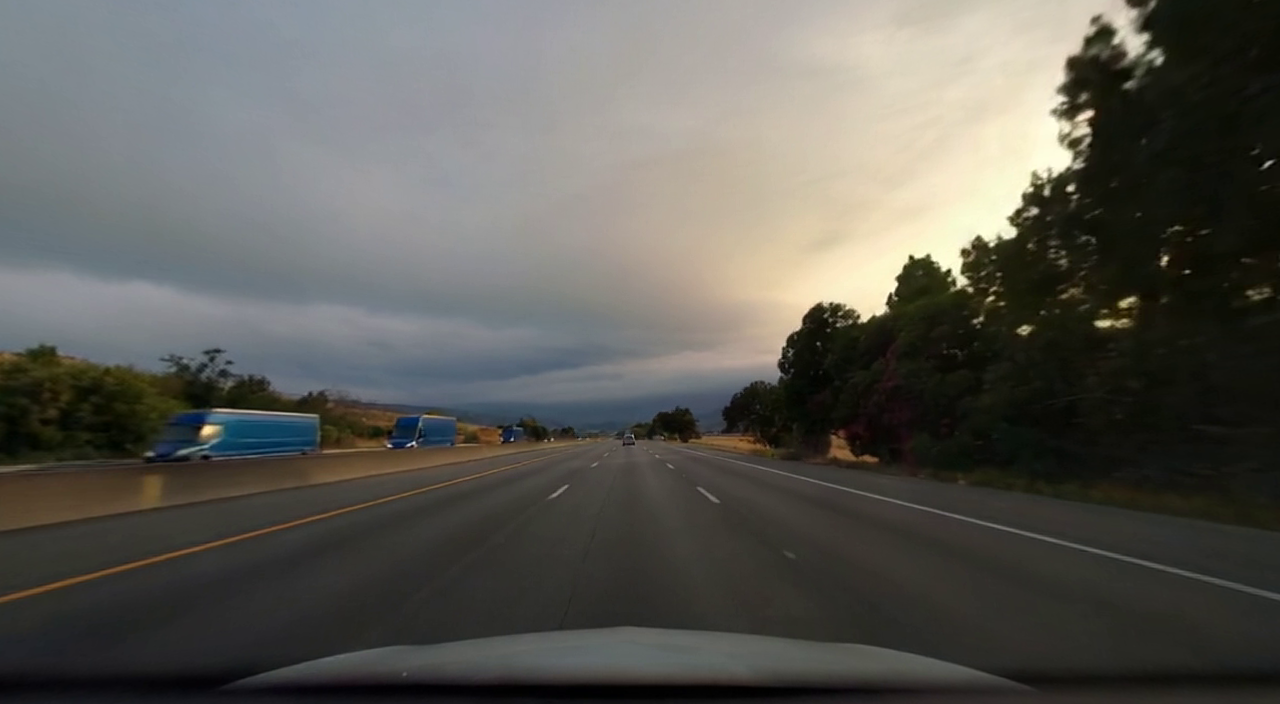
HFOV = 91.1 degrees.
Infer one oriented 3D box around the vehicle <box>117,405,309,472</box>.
[{"bbox_3d":[-27.398,5.707,41.931,3.143,3.690,14.011,0,-8,0],"label":"vehicle"}]
